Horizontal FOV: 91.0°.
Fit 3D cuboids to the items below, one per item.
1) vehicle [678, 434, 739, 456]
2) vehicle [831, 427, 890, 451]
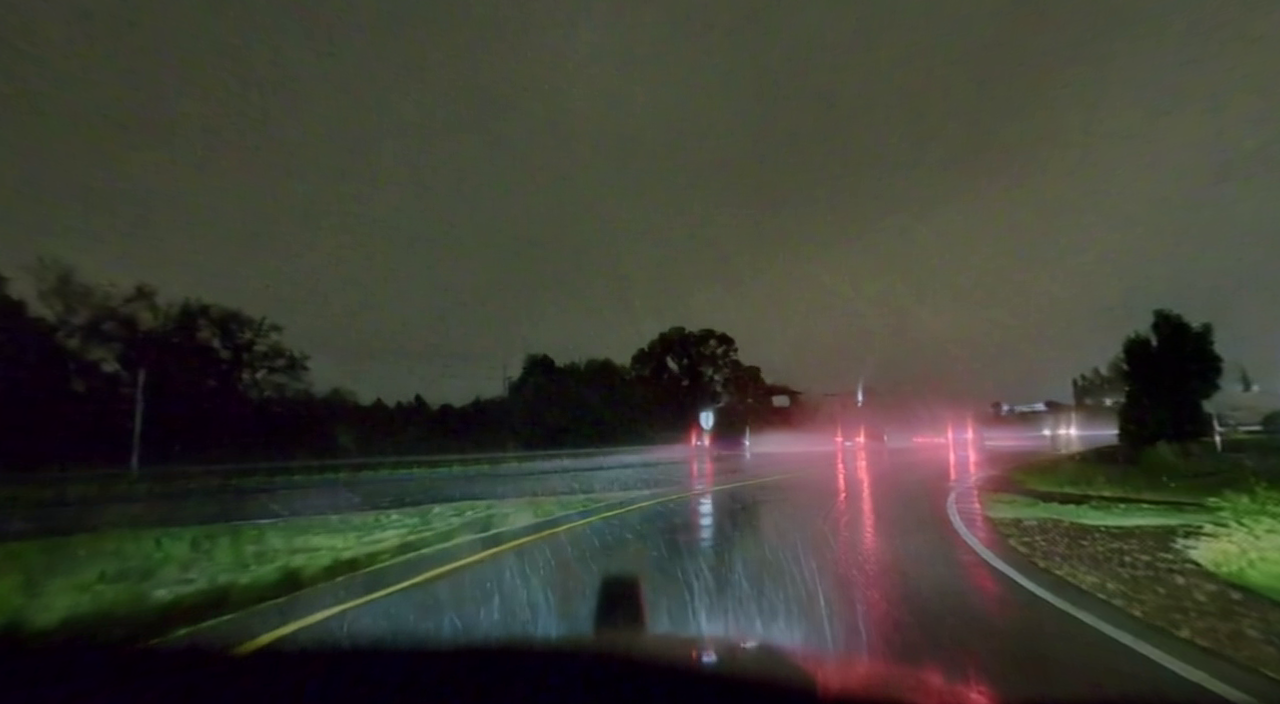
[{"bbox_3d":[5.419,7.316,49.290,4.957,1.593,1.871,8,-12,-41],"label":"vehicle"},{"bbox_3d":[15.038,5.964,42.839,3.990,1.549,1.971,8,-11,-40],"label":"vehicle"}]
